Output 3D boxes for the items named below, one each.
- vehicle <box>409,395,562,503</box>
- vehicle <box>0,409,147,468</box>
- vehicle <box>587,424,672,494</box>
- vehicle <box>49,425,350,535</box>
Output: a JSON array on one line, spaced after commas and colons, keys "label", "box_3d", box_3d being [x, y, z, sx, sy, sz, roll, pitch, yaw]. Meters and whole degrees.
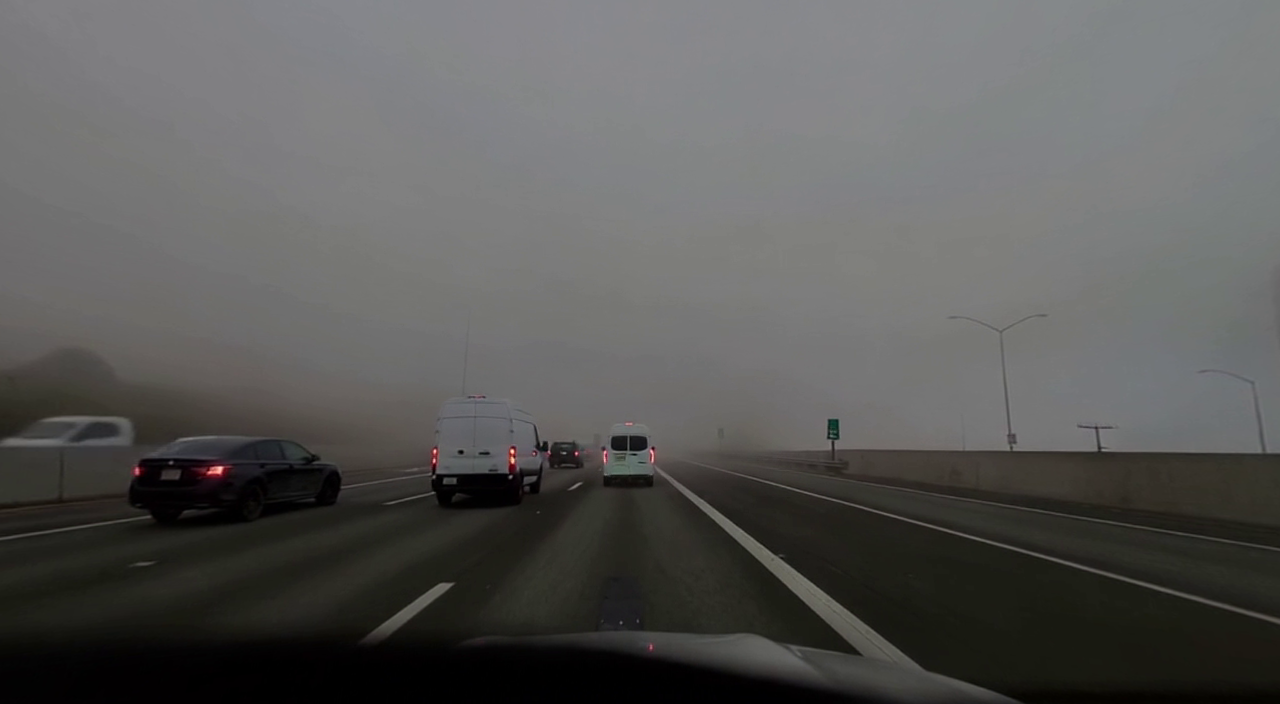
[{"label": "vehicle", "box_3d": [-3.645, 2.511, 16.394, 2.504, 2.276, 5.933, 0, -9, 0]}, {"label": "vehicle", "box_3d": [-15.938, 2.427, 17.517, 1.587, 1.464, 3.566, 0, -9, -2]}, {"label": "vehicle", "box_3d": [-0.256, 3.100, 18.532, 2.207, 1.807, 4.199, 0, -9, 1]}, {"label": "vehicle", "box_3d": [-7.125, 2.109, 10.998, 1.959, 1.493, 4.575, 0, -9, 0]}]
